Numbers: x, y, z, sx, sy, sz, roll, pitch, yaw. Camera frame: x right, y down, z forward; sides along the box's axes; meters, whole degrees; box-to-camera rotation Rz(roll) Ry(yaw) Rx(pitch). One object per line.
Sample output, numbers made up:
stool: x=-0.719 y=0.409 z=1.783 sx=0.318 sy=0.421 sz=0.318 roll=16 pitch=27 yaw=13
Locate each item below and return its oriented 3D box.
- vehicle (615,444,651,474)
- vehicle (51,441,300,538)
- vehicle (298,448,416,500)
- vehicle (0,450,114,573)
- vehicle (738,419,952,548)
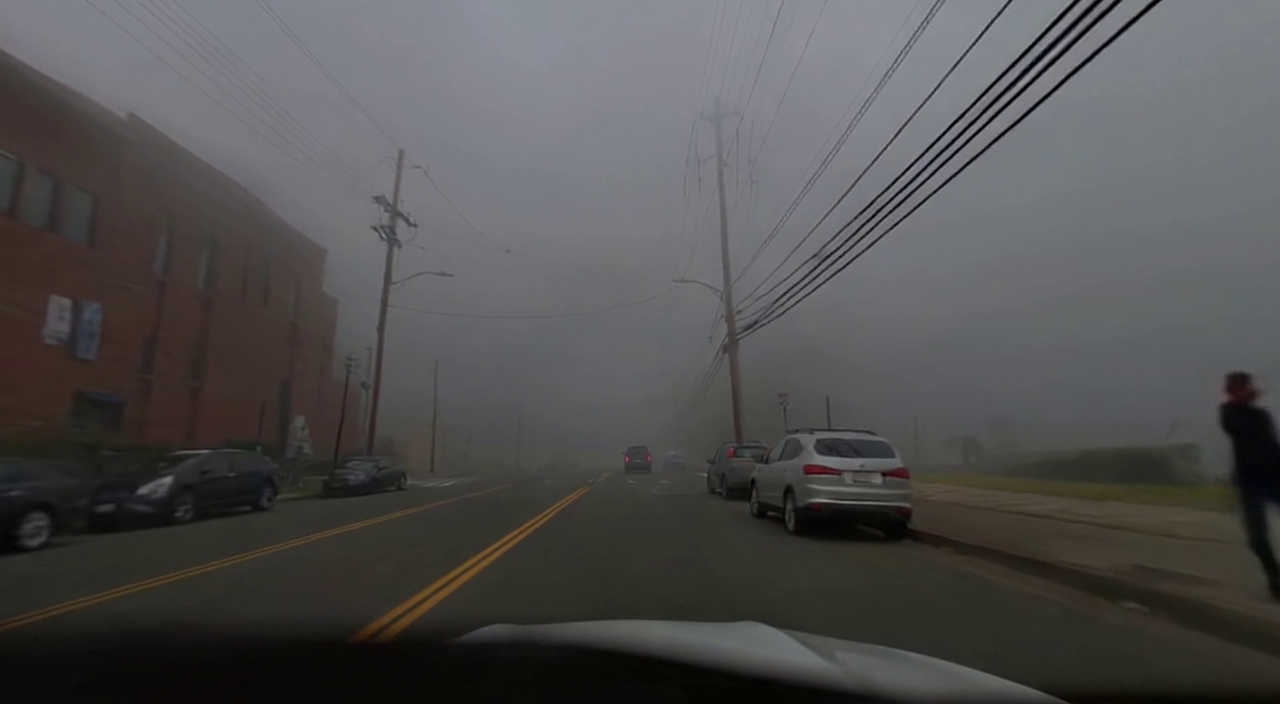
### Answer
vehicle: x=-0.445 y=6.792 z=40.259 sx=2.190 sy=1.783 sz=4.048 roll=0 pitch=-8 yaw=0
vehicle: x=-10.130 y=3.058 z=14.461 sx=1.980 sy=1.676 sz=4.884 roll=-4 pitch=-10 yaw=0
vehicle: x=-10.053 y=4.447 z=22.933 sx=2.079 sy=1.550 sz=4.865 roll=-4 pitch=-11 yaw=0
vehicle: x=-9.641 y=2.153 z=8.223 sx=1.935 sy=1.588 sz=4.192 roll=-1 pitch=-7 yaw=1
vehicle: x=3.210 y=2.170 z=11.155 sx=2.102 sy=1.765 sz=4.674 roll=0 pitch=-8 yaw=-1
